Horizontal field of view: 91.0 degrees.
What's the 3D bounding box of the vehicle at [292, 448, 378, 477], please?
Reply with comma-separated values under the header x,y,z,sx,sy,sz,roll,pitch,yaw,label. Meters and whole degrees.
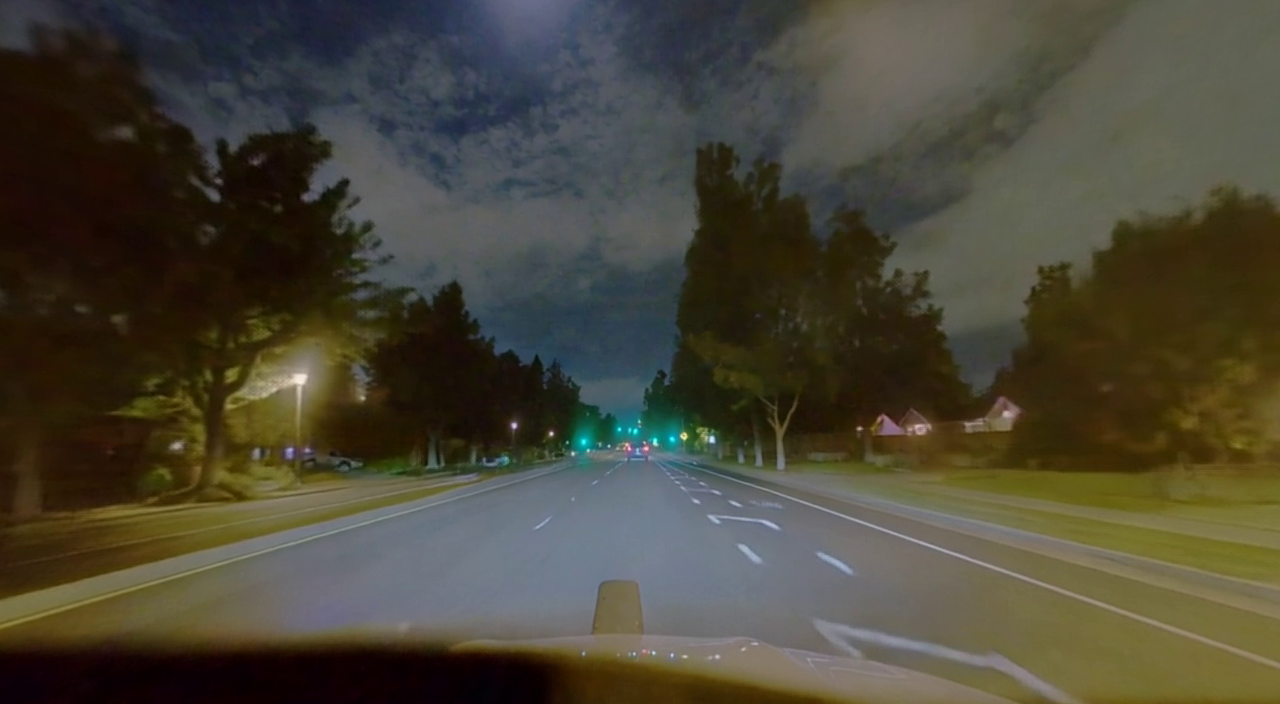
x,y,z,sx,sy,sz,roll,pitch,yaw,label
-18.899,6.851,39.122,4.170,1.704,2.174,0,-9,3,vehicle
